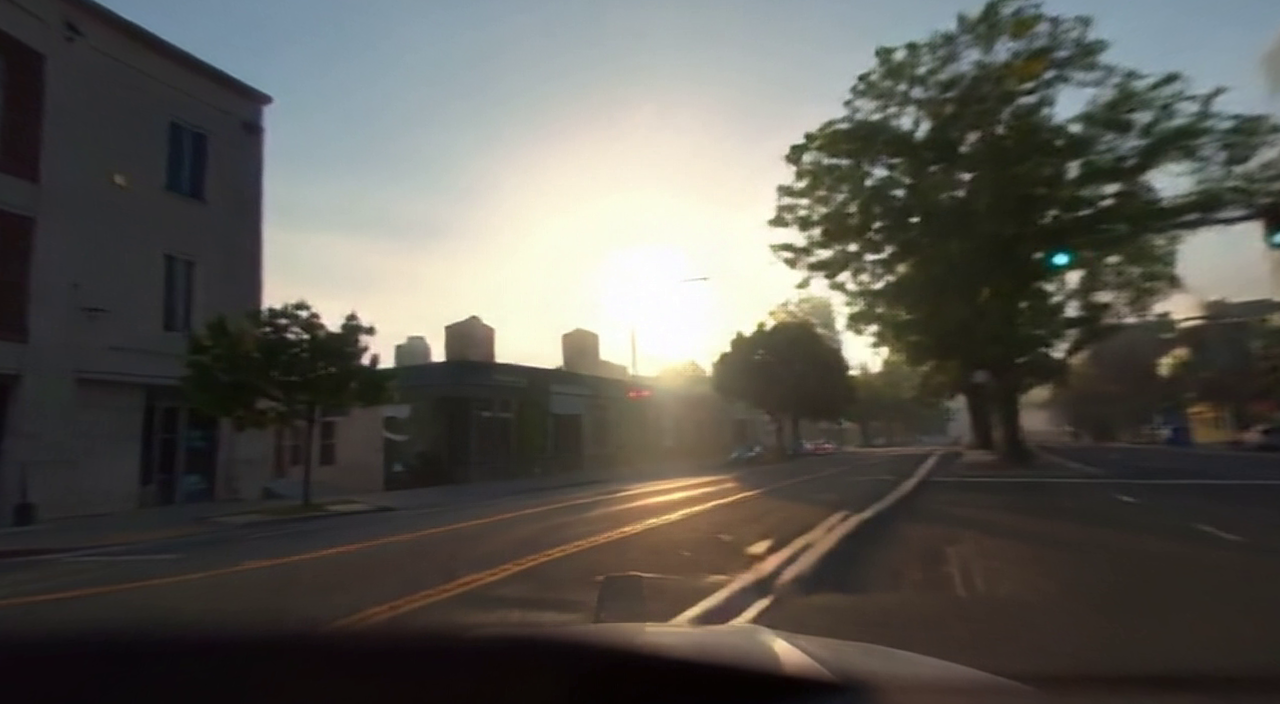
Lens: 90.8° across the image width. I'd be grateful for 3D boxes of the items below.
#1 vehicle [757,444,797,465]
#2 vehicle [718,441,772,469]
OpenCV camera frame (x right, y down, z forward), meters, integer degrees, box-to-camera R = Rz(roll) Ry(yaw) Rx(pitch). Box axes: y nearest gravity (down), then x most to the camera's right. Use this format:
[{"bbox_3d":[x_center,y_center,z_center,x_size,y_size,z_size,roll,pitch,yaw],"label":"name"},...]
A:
[{"bbox_3d":[10.179,7.563,46.694,1.719,1.440,4.201,-5,-10,29],"label":"vehicle"},{"bbox_3d":[6.844,6.657,40.966,2.075,1.708,4.335,-5,-10,29],"label":"vehicle"}]
